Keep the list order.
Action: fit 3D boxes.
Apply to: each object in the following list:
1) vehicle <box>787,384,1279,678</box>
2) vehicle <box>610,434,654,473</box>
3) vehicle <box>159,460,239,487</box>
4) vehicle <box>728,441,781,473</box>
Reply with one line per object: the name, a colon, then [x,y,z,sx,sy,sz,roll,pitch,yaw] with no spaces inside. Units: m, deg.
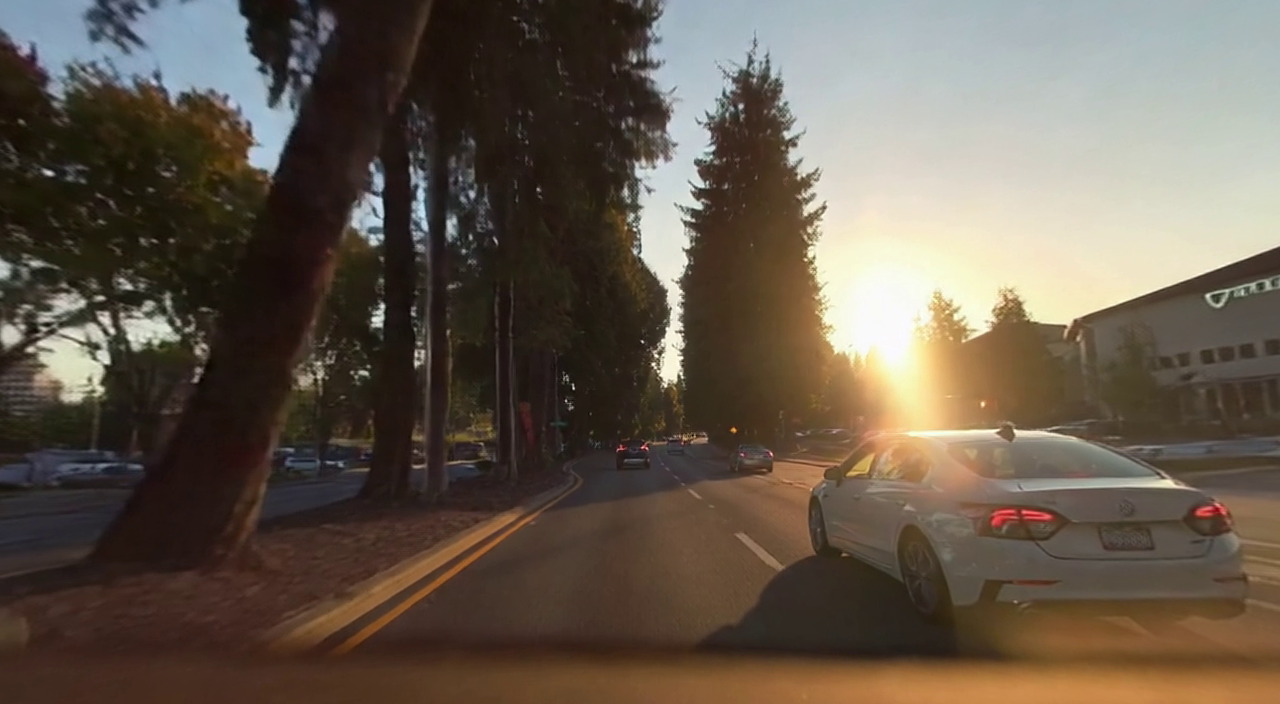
vehicle: [3.013,1.345,5.897,2.153,1.658,4.485,0,-8,0]
vehicle: [-0.406,5.168,32.321,2.106,1.798,4.168,0,-8,0]
vehicle: [-30.123,8.271,43.239,4.040,1.444,1.905,-4,-8,-1]
vehicle: [5.549,5.144,31.098,1.883,1.452,4.258,0,-8,1]
